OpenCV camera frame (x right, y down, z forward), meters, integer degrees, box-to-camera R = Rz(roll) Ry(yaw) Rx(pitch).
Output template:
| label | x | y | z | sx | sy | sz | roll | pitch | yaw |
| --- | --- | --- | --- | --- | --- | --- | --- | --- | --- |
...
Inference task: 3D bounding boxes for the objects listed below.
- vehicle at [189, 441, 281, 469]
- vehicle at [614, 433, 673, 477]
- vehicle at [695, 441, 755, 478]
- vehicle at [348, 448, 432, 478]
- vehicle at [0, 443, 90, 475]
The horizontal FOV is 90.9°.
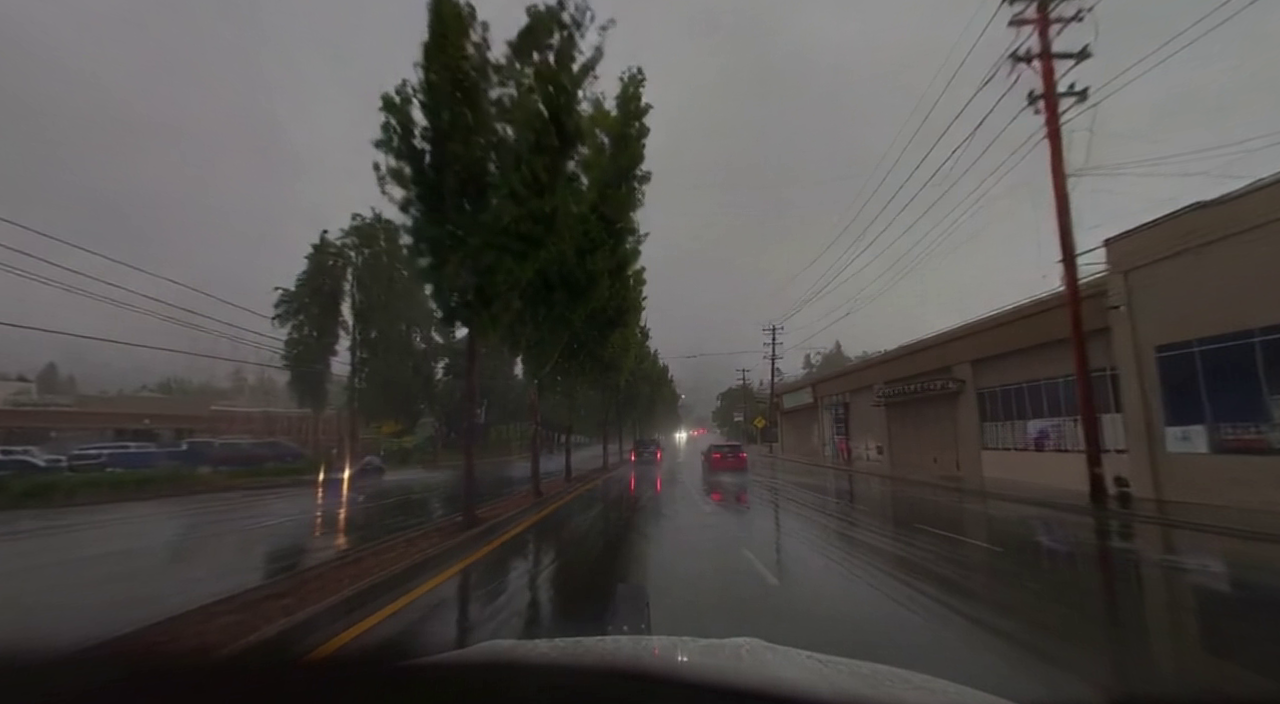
| label | x | y | z | sx | sy | sz | roll | pitch | yaw |
| --- | --- | --- | --- | --- | --- | --- | --- | --- | --- |
| vehicle | -28.614 | 7.259 | 44.686 | 4.904 | 1.782 | 2.112 | 1 | -8 | -10 |
| vehicle | 0.201 | 4.563 | 28.147 | 2.441 | 1.813 | 4.581 | 0 | -8 | 1 |
| vehicle | 3.582 | 4.620 | 27.431 | 1.954 | 1.479 | 4.557 | 0 | -8 | 0 |
| vehicle | -13.479 | 6.018 | 34.371 | 1.995 | 1.472 | 4.704 | -2 | -9 | 11 |
| vehicle | -33.771 | 5.895 | 34.817 | 4.540 | 1.717 | 2.066 | 2 | -9 | -13 |
